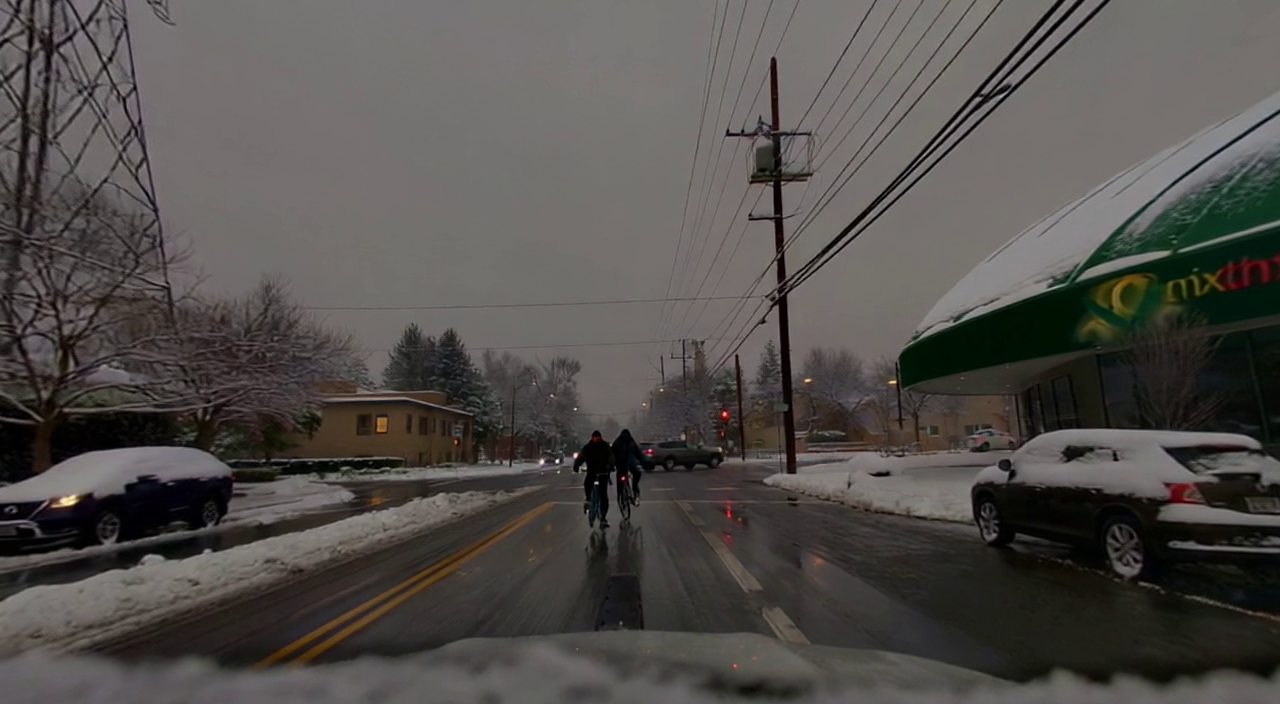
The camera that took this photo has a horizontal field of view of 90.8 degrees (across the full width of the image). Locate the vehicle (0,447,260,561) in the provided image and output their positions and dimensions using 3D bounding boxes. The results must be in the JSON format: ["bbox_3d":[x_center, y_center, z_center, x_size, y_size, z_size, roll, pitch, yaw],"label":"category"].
[{"bbox_3d":[-10.219,2.835,12.732,2.075,1.816,4.900,0,-8,-1],"label":"vehicle"}]

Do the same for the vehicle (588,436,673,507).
[{"bbox_3d":[-0.218,3.372,18.292,2.190,1.783,4.048,0,-8,1],"label":"vehicle"}]

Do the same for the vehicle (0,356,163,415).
[{"bbox_3d":[-17.098,1.049,19.205,3.685,1.584,1.708,1,-9,-3],"label":"vehicle"}]

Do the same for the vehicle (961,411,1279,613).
[{"bbox_3d":[5.825,1.671,7.492,1.873,1.714,3.979,0,-8,-1],"label":"vehicle"}]

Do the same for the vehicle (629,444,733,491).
[{"bbox_3d":[1.885,4.986,27.733,2.287,1.832,4.961,-6,-10,34],"label":"vehicle"}]
